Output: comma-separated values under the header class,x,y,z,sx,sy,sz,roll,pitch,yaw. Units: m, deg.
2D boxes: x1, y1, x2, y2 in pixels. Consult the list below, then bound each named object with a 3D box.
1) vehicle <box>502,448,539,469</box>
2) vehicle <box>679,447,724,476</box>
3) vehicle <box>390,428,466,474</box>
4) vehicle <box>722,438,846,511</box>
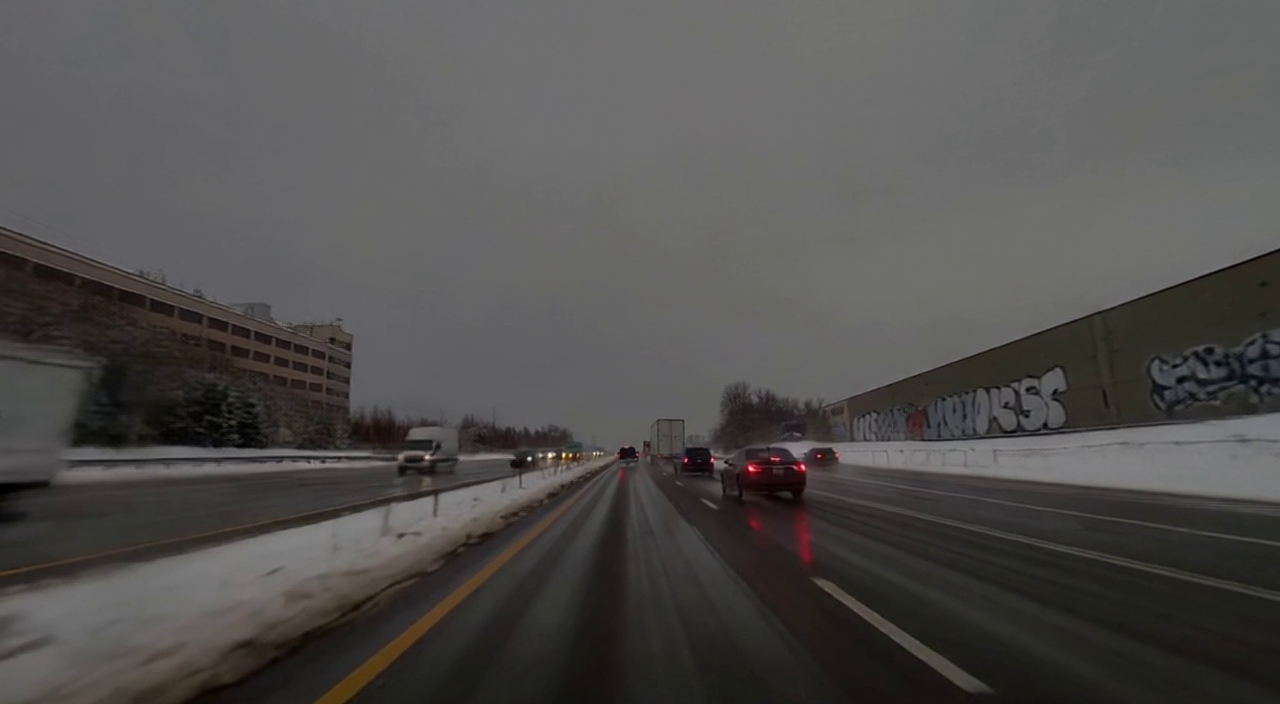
class,x,y,z,sx,sy,sz,roll,pitch,yaw
vehicle,-9.278,8.296,49.089,1.965,1.527,4.704,0,-9,0
vehicle,3.608,6.506,37.410,2.085,1.588,4.436,0,-9,-2
vehicle,-12.493,5.925,37.540,2.373,2.502,6.255,0,-9,0
vehicle,3.557,3.114,16.464,2.045,1.605,4.674,0,-9,-1
